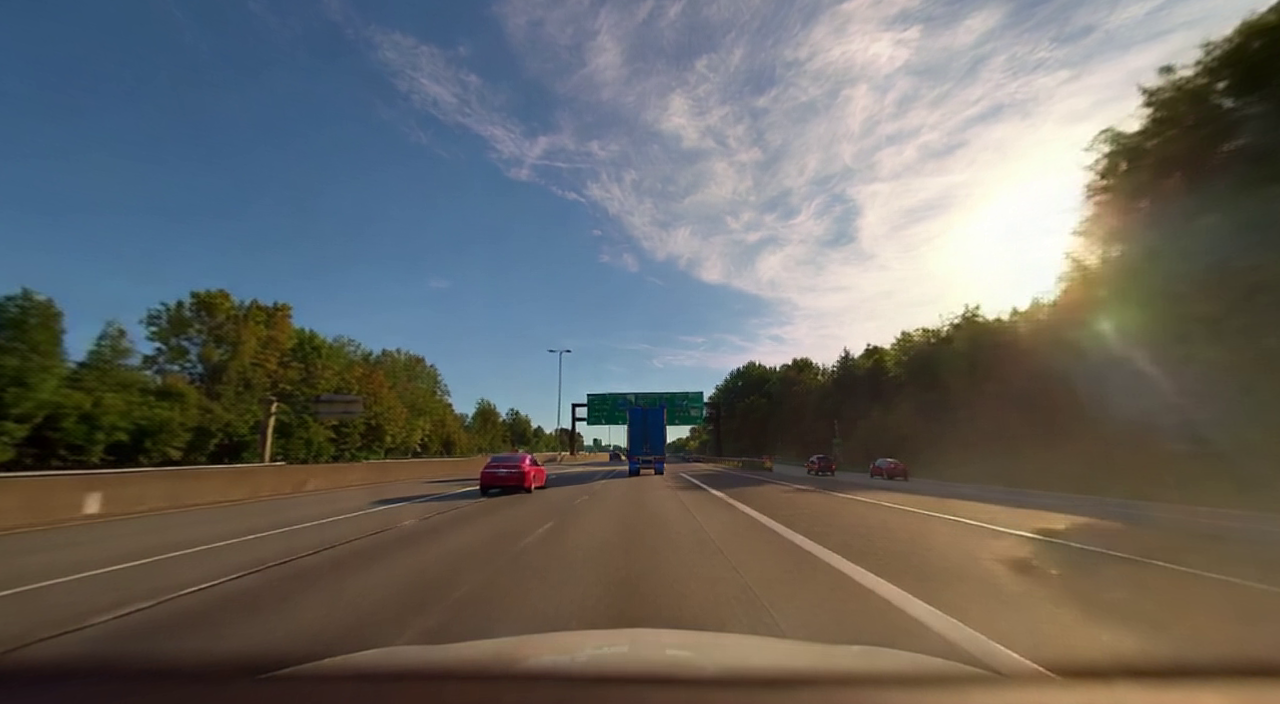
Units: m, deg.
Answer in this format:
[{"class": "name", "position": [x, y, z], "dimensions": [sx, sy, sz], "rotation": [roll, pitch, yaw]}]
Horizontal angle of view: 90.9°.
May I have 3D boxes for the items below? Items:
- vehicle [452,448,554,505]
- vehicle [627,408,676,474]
[{"class": "vehicle", "position": [-3.839, 3.561, 18.552], "dimensions": [1.931, 1.466, 4.458], "rotation": [0, -9, 1]}, {"class": "vehicle", "position": [0.748, 6.361, 44.612], "dimensions": [3.022, 4.072, 10.318], "rotation": [0, -9, 0]}]
